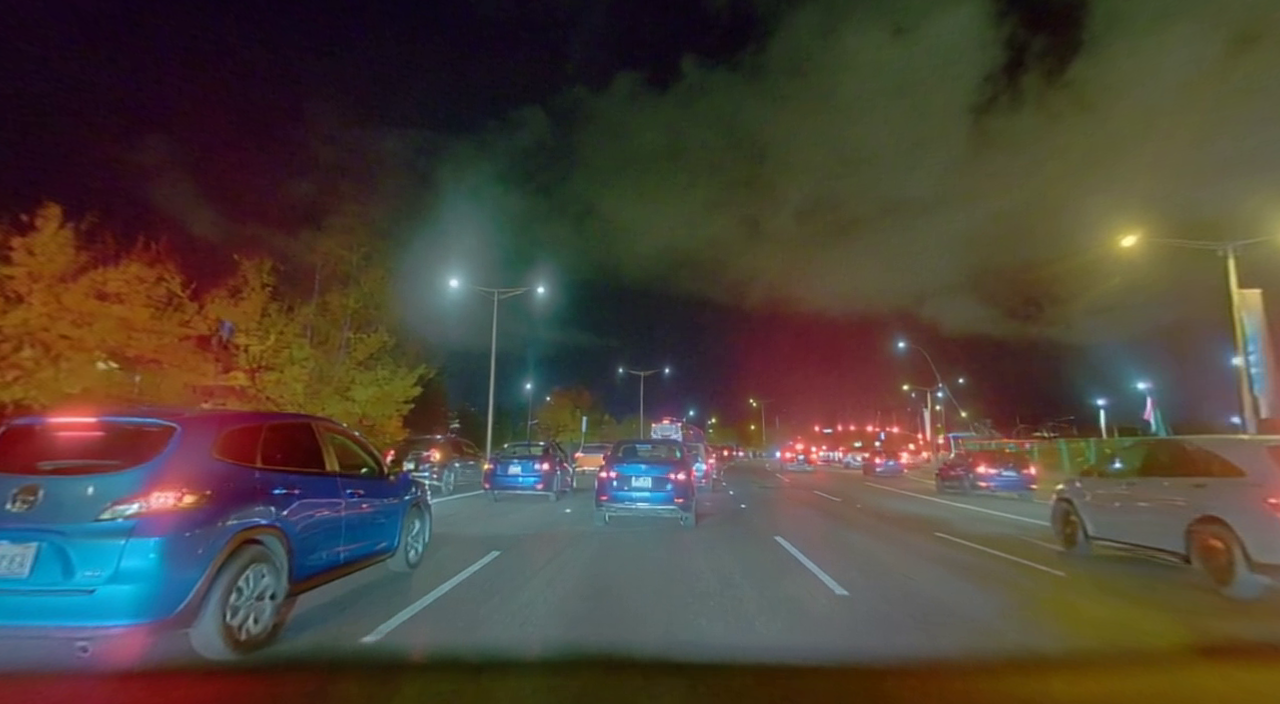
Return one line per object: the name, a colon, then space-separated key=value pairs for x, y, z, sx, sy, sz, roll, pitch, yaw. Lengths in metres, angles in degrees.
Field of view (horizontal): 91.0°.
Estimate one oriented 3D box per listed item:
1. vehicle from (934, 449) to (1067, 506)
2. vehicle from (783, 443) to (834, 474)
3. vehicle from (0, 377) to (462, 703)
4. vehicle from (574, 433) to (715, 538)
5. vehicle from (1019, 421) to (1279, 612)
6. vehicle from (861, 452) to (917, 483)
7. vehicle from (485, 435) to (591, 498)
vehicle: x=11.342 y=3.922 z=20.248 sx=1.934 sy=1.585 sz=4.397 roll=0 pitch=-9 yaw=5
vehicle: x=8.880 y=5.630 z=33.522 sx=1.944 sy=1.544 sz=4.301 roll=0 pitch=-9 yaw=7
vehicle: x=-3.159 y=1.249 z=5.062 sx=1.988 sy=1.635 sz=4.260 roll=0 pitch=-9 yaw=3
vehicle: x=0.214 y=2.288 z=11.488 sx=2.090 sy=1.506 sz=4.276 roll=0 pitch=-9 yaw=4
vehicle: x=6.512 y=1.636 z=6.859 sx=2.011 sy=1.610 sz=4.568 roll=0 pitch=-9 yaw=2
vehicle: x=12.868 y=5.953 z=32.786 sx=1.749 sy=1.481 sz=3.808 roll=0 pitch=-9 yaw=6
vehicle: x=-2.791 y=3.275 z=18.419 sx=1.974 sy=1.549 sz=4.603 roll=0 pitch=-9 yaw=5
